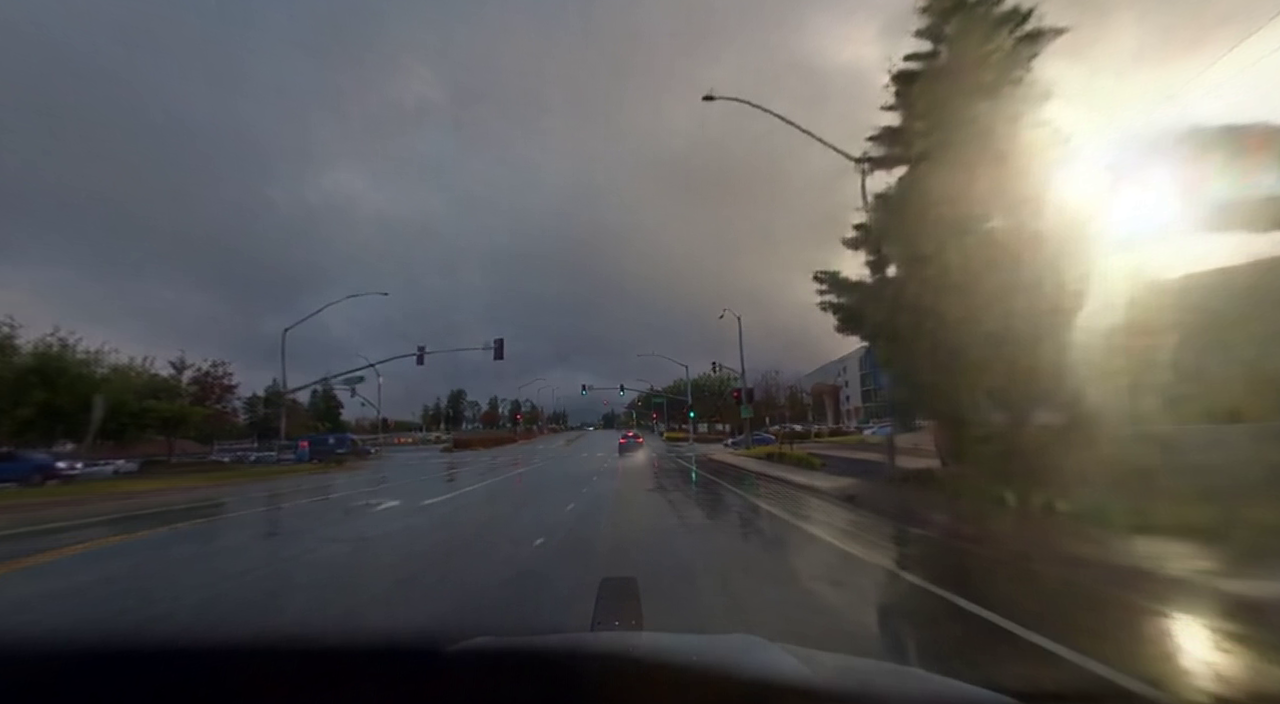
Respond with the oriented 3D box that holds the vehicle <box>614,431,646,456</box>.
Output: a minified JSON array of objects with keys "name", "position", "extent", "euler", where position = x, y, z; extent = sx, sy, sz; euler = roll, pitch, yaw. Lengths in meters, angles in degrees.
[{"name":"vehicle","position":[-0.693,6.283,43.249],"extent":[2.024,1.628,4.774],"euler":[0,-8,-1]}]

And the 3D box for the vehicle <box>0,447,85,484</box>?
[{"name":"vehicle","position":[-30.608,5.497,30.747],"extent":[5.136,1.723,1.953],"euler":[0,-9,-3]}]
